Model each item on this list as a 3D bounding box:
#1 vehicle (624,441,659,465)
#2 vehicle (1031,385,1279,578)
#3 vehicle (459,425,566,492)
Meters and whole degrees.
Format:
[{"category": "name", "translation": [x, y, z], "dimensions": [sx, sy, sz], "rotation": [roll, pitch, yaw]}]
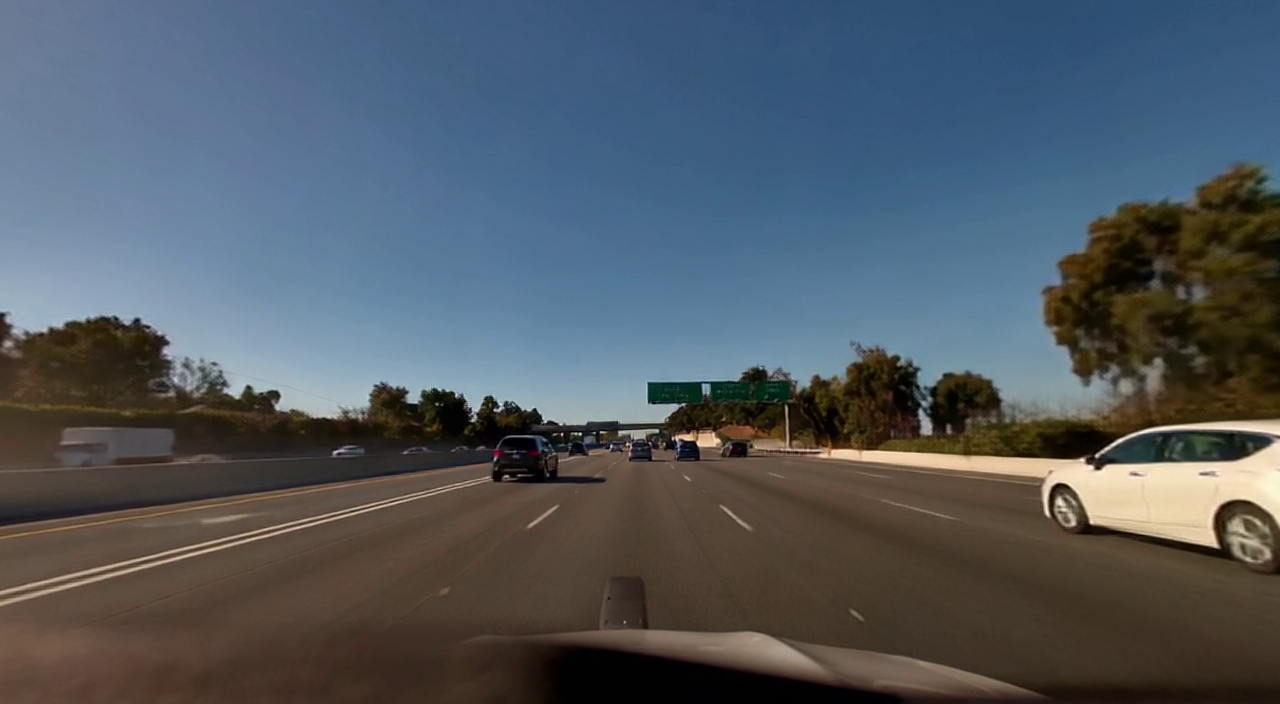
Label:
[{"category": "vehicle", "translation": [0.083, 6.334, 39.725], "dimensions": [2.050, 1.452, 3.917], "rotation": [0, -8, 0]}, {"category": "vehicle", "translation": [6.975, 1.361, 6.975], "dimensions": [2.123, 1.756, 4.959], "rotation": [0, -8, 0]}, {"category": "vehicle", "translation": [-3.702, 3.221, 19.385], "dimensions": [2.118, 1.750, 4.875], "rotation": [-1, -8, 2]}]
